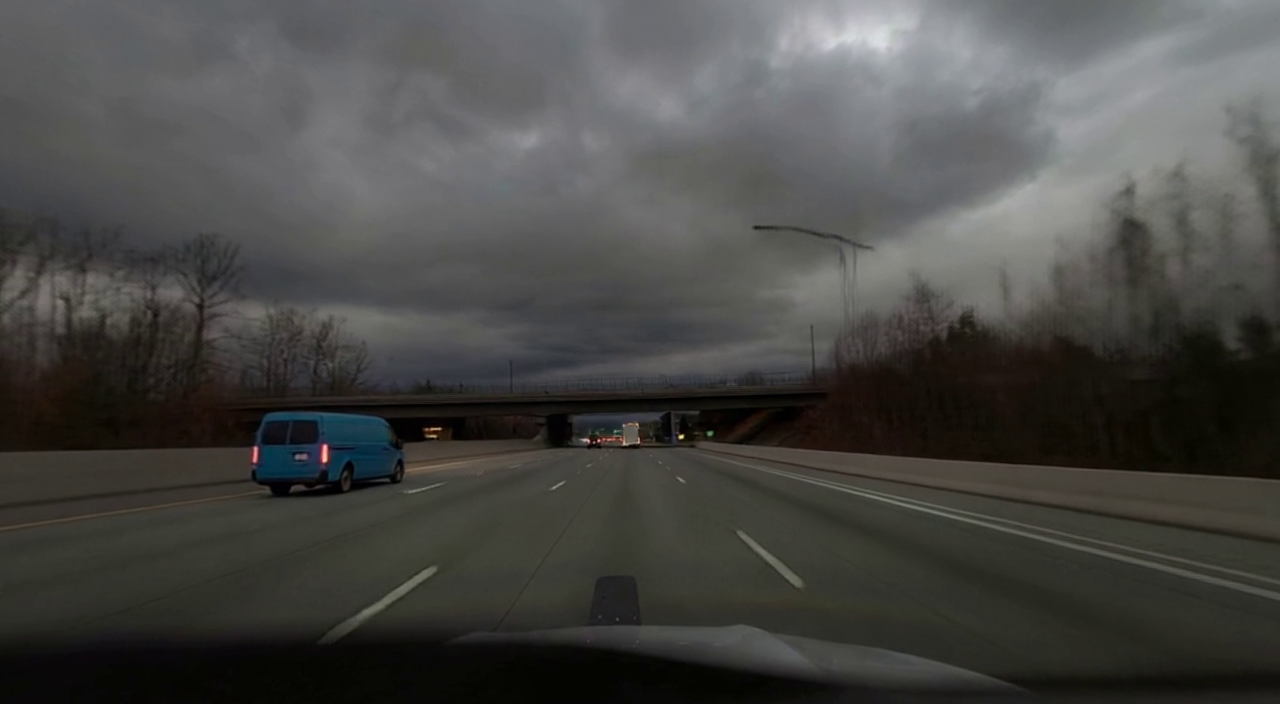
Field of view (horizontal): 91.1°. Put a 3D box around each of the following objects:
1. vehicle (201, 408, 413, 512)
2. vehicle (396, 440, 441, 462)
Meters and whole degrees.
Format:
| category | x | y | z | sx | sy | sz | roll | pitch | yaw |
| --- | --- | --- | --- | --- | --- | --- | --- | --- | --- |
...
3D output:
| category | x | y | z | sx | sy | sz | roll | pitch | yaw |
| --- | --- | --- | --- | --- | --- | --- | --- | --- | --- |
| vehicle | -7.401 | 2.444 | 14.861 | 2.150 | 1.996 | 5.341 | 0 | -8 | -1 |
| vehicle | -16.392 | 7.343 | 46.705 | 1.883 | 1.535 | 4.353 | 0 | -8 | -1 |
